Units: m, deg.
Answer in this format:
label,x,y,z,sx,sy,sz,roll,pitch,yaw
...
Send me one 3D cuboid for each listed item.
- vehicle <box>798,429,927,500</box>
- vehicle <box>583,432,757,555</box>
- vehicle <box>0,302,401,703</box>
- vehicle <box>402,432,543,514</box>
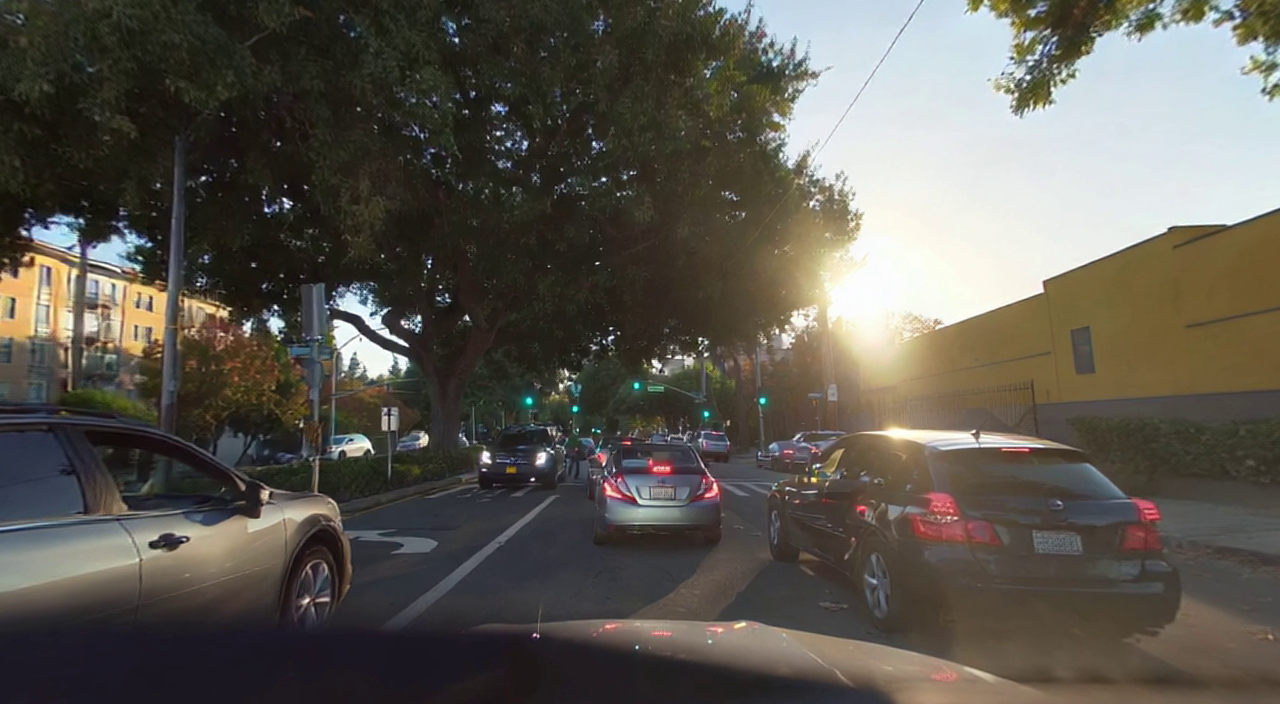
label,x,y,z,sx,sy,sz,roll,pitch,yaw
vehicle,6.335,3.251,18.661,2.025,1.808,4.579,0,-9,-2
vehicle,0.270,1.991,9.574,2.095,1.438,3.843,0,-9,-3
vehicle,-3.269,0.932,3.398,2.152,1.802,4.628,0,-9,0
vehicle,-3.508,2.616,14.204,1.901,1.522,4.556,0,-9,0
